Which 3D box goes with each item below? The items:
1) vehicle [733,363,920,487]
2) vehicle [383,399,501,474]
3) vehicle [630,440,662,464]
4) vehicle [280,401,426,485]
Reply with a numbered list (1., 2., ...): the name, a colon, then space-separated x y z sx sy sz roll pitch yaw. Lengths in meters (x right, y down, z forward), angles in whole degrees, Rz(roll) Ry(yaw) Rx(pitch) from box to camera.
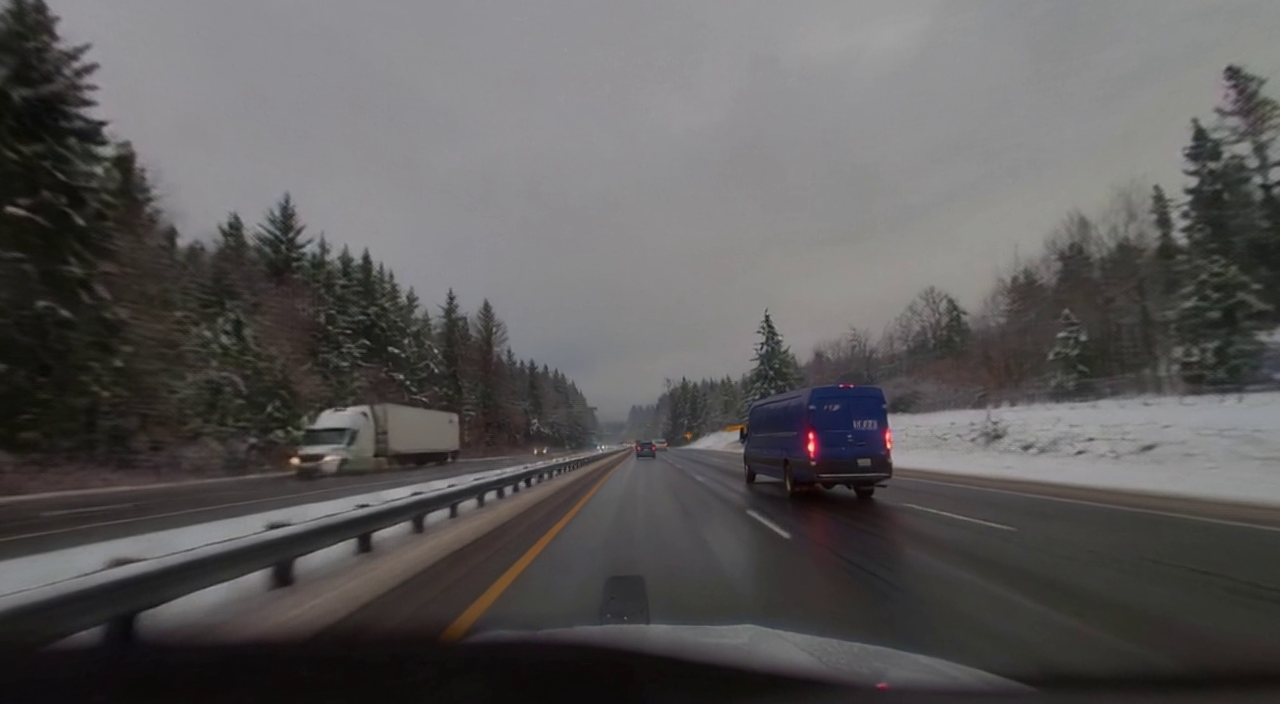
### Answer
1. vehicle: 7.473 3.679 29.642 3.479 4.156 17.231 0 -8 0
2. vehicle: -11.636 5.236 38.593 3.742 3.954 10.224 0 -8 1
3. vehicle: 0.404 6.995 44.041 2.121 1.590 4.434 0 -8 1
4. vehicle: -15.661 5.159 35.769 2.933 3.978 11.292 0 -8 0
